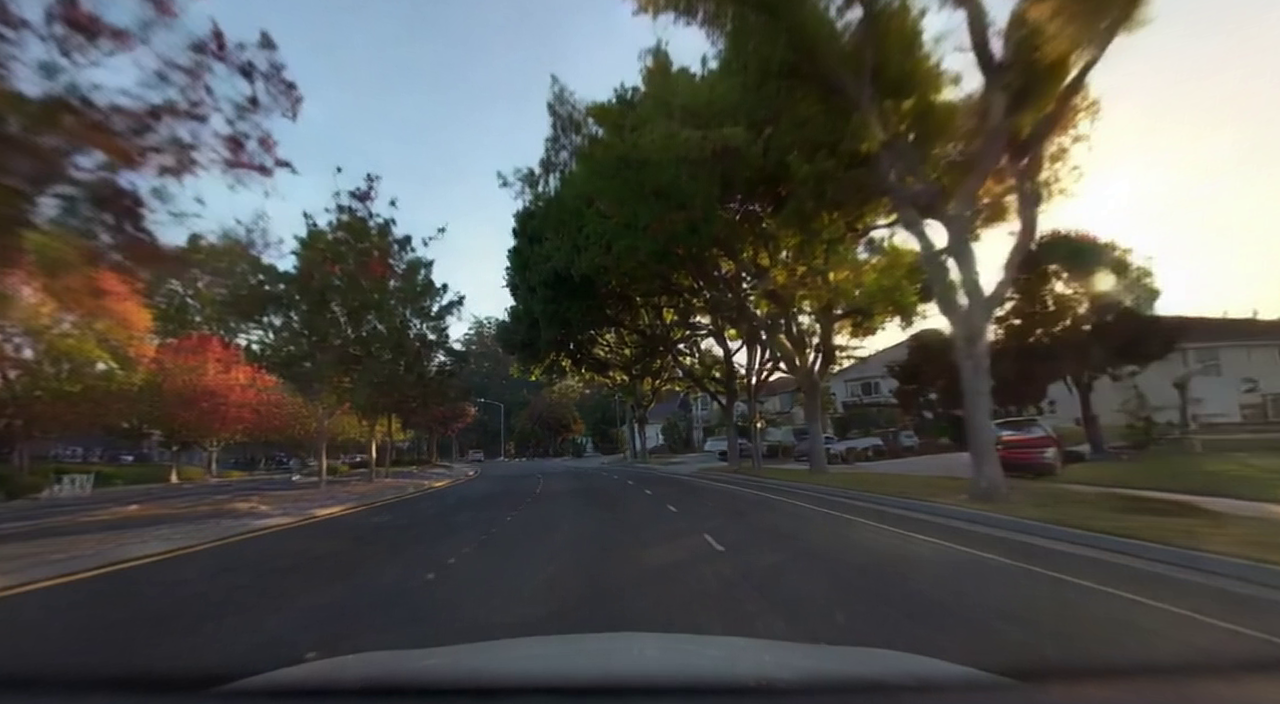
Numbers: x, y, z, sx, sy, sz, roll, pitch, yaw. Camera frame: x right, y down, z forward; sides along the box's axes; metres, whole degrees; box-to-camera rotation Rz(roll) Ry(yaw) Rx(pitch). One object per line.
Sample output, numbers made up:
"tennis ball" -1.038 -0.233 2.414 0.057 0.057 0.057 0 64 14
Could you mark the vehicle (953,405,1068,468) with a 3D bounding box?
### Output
"vehicle" 12.791 2.948 21.648 2.110 1.863 4.977 -11 -13 42
